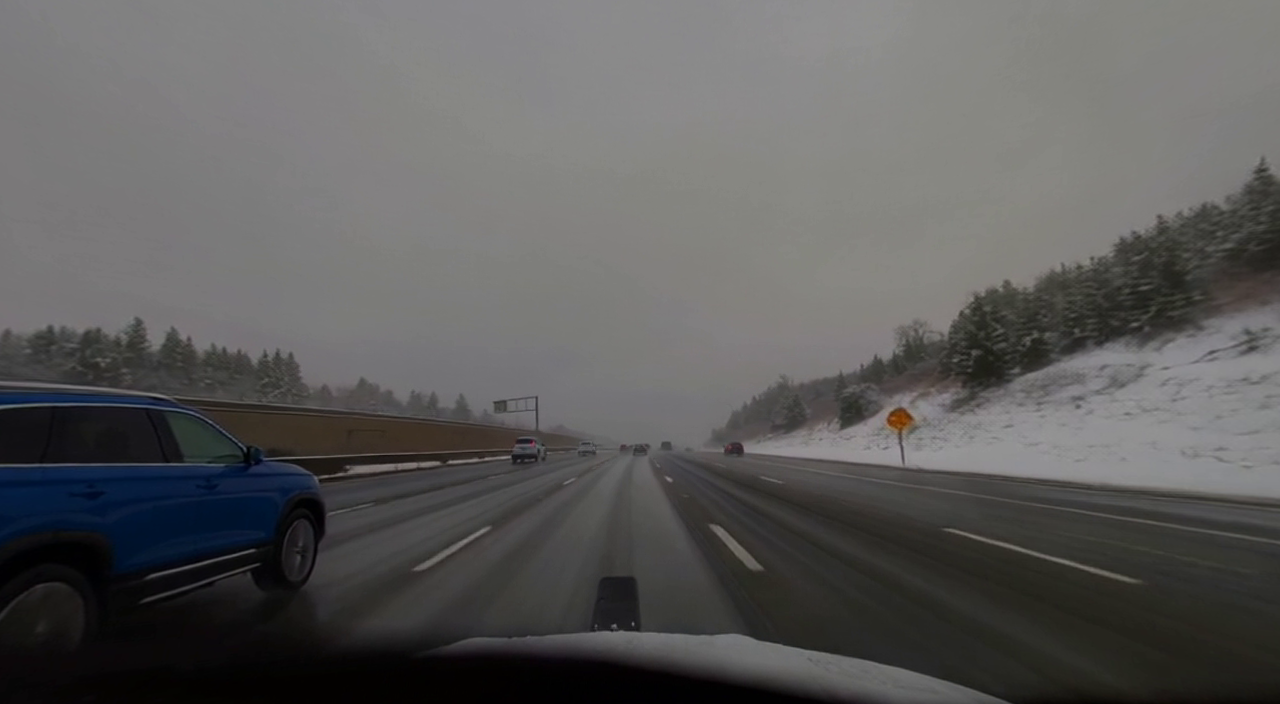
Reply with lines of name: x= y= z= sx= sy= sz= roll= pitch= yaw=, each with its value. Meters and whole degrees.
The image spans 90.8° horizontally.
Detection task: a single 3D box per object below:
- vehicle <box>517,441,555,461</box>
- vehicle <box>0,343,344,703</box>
vehicle: x=-7.866 y=7.538 z=48.180 sx=2.054 sy=1.474 sz=4.450 roll=0 pitch=-9 yaw=1
vehicle: x=-3.754 y=0.937 z=3.404 sx=2.047 sy=1.715 sz=4.689 roll=0 pitch=-9 yaw=0
